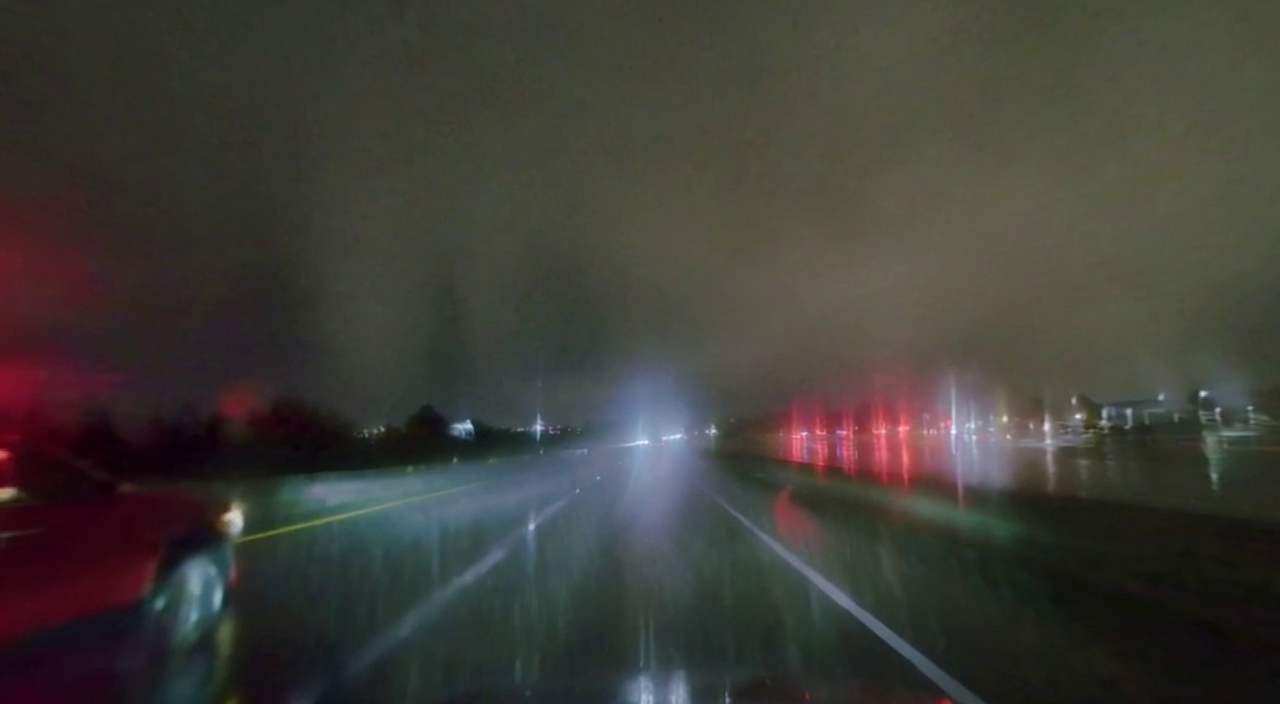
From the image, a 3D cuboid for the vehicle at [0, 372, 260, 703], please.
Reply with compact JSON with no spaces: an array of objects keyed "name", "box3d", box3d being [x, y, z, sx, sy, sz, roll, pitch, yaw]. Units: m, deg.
[{"name":"vehicle","box3d":[-3.867,0.829,2.134,2.122,1.632,4.690,0,-8,1]}]
